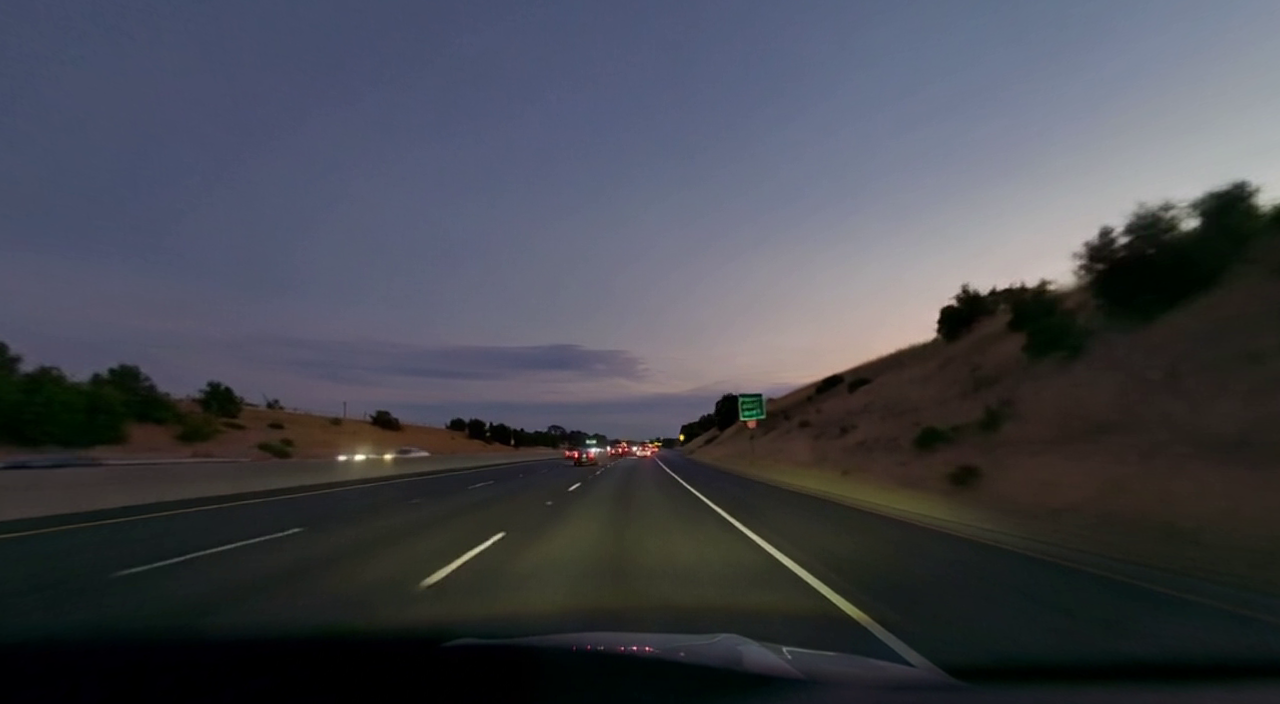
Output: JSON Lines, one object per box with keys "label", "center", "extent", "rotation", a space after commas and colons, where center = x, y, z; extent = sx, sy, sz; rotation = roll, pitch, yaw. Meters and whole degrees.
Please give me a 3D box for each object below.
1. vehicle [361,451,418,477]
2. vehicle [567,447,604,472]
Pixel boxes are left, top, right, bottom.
{"label": "vehicle", "center": [-15.224, 6.821, 38.365], "extent": [1.827, 1.490, 3.910], "rotation": [0, -9, 1]}
{"label": "vehicle", "center": [-3.342, 6.662, 38.973], "extent": [1.895, 1.482, 3.852], "rotation": [0, -9, 1]}
